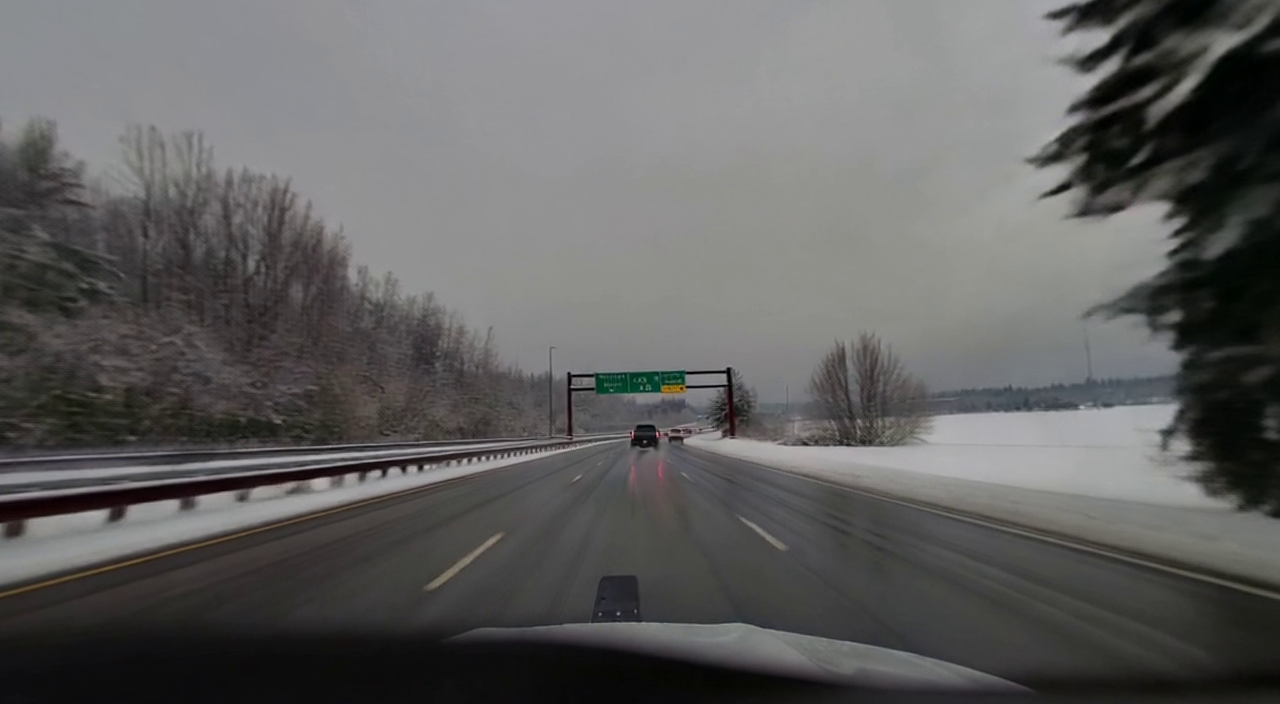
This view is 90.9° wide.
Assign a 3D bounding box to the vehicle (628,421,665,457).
[{"bbox_3d":[0.441,6.109,44.161,2.450,2.314,4.753,0,-8,0],"label":"vehicle"}]
